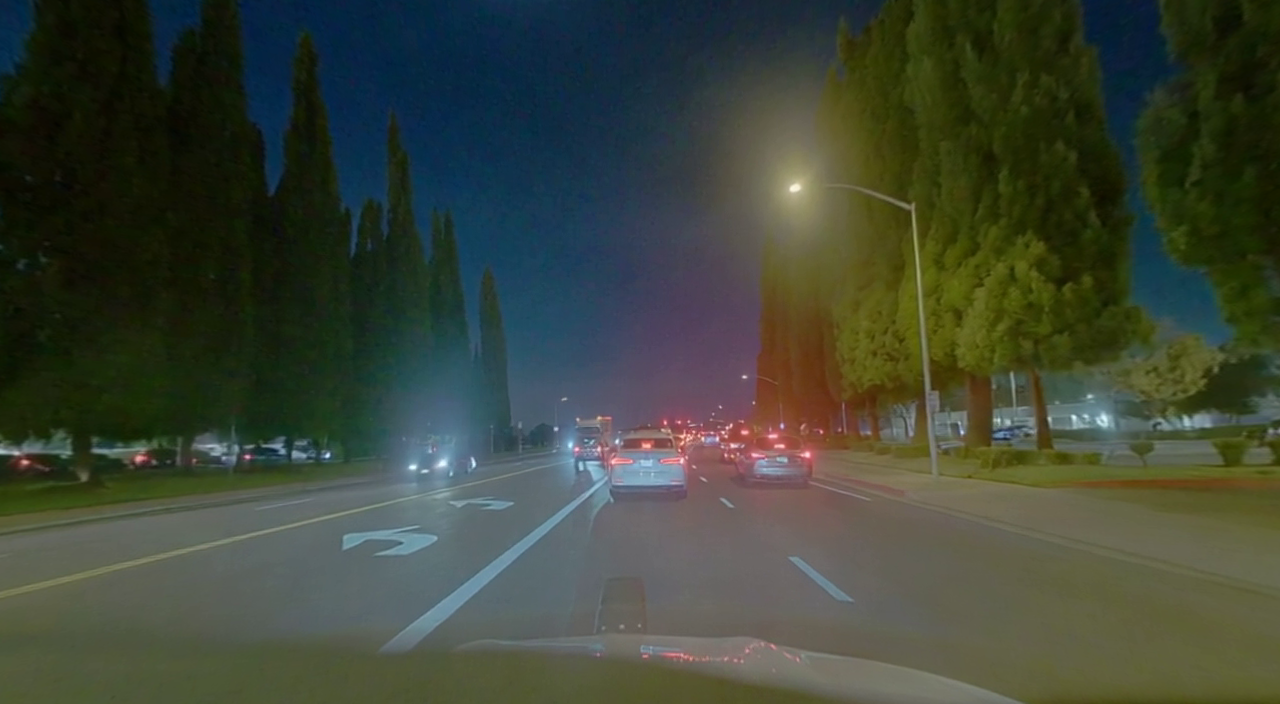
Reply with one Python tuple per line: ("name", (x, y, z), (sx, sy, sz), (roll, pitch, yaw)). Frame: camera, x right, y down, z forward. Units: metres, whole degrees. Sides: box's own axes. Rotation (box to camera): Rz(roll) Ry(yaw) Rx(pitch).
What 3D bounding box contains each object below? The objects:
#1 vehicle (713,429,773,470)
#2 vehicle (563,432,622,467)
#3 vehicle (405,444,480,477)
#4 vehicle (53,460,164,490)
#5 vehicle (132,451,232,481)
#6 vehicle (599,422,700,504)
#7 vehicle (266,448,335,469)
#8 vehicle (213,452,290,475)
("vehicle", (4.832, 4.626, 30.158), (2.155, 1.786, 4.459), (-1, -8, 1))
("vehicle", (-2.515, 5.343, 34.798), (2.057, 1.786, 4.725), (-2, -8, 11))
("vehicle", (-9.346, 5.140, 30.224), (1.909, 1.471, 4.502), (-1, -8, 3))
("vehicle", (-27.883, 6.444, 33.160), (4.391, 1.442, 1.763), (-1, -8, 5))
("vehicle", (-27.735, 6.905, 38.257), (4.743, 1.671, 1.842), (-1, -8, 4))
("vehicle", (0.220, 2.678, 15.630), (2.154, 1.710, 4.128), (-1, -8, 1))
("vehicle", (-26.117, 8.213, 48.558), (4.398, 1.532, 1.769), (-2, -8, 8))
("vehicle", (-26.604, 7.646, 43.212), (4.260, 1.498, 1.769), (-2, -8, 10))
